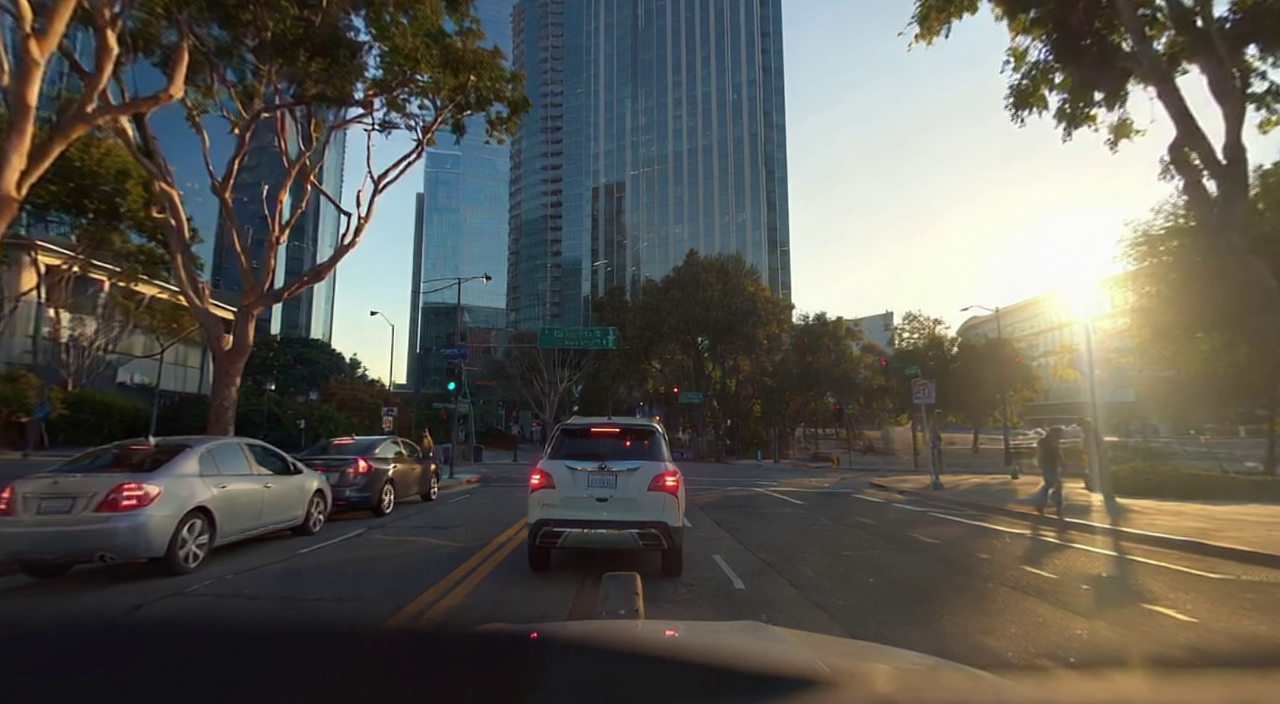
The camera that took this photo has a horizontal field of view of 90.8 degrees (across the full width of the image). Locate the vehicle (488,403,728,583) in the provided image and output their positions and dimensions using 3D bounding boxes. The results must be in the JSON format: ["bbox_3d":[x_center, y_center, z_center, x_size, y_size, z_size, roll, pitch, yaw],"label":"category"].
[{"bbox_3d":[-0.286,1.627,8.002,2.258,1.687,3.934,0,-9,1],"label":"vehicle"}]

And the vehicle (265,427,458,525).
[{"bbox_3d":[-5.873,2.667,14.172,2.077,1.791,4.751,0,-9,1],"label":"vehicle"}]

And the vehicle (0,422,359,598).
[{"bbox_3d":[-5.751,1.877,8.475,1.904,1.684,4.529,0,-9,-1],"label":"vehicle"}]
